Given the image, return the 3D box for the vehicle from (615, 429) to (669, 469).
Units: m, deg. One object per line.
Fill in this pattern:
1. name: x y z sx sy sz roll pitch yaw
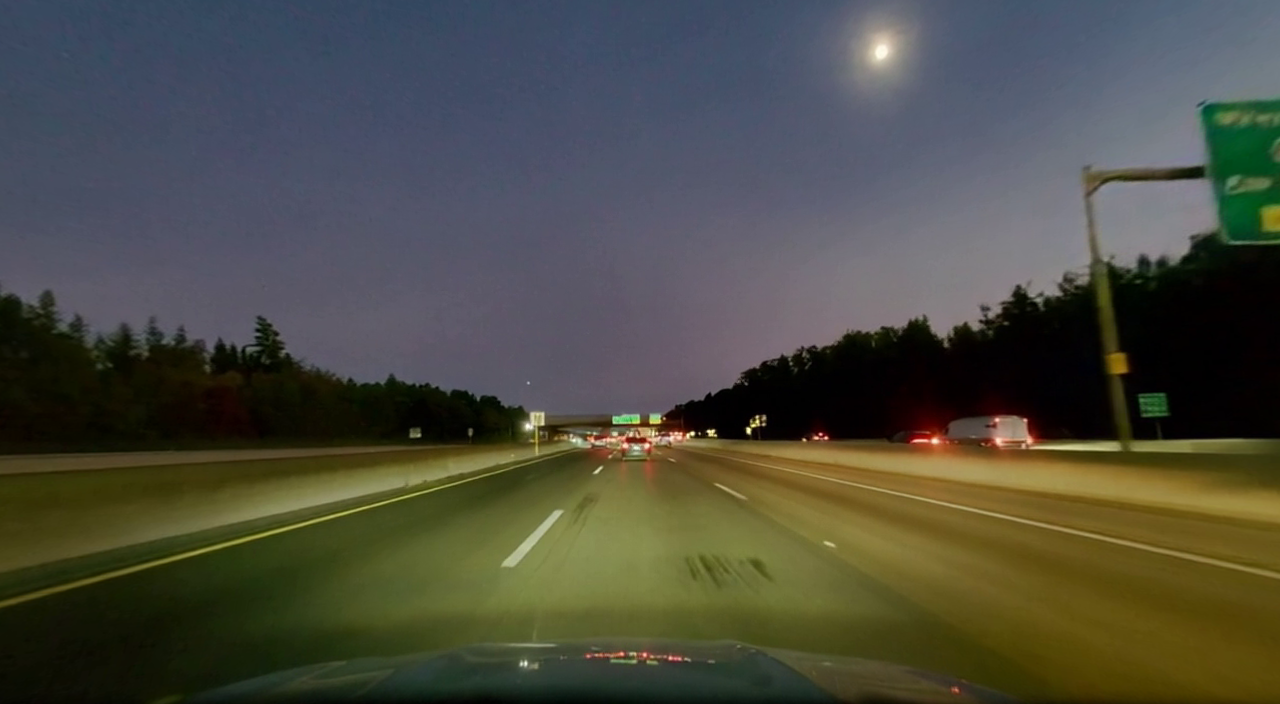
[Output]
1. vehicle: 0.030 4.037 26.356 2.086 1.554 3.875 0 -8 -2
